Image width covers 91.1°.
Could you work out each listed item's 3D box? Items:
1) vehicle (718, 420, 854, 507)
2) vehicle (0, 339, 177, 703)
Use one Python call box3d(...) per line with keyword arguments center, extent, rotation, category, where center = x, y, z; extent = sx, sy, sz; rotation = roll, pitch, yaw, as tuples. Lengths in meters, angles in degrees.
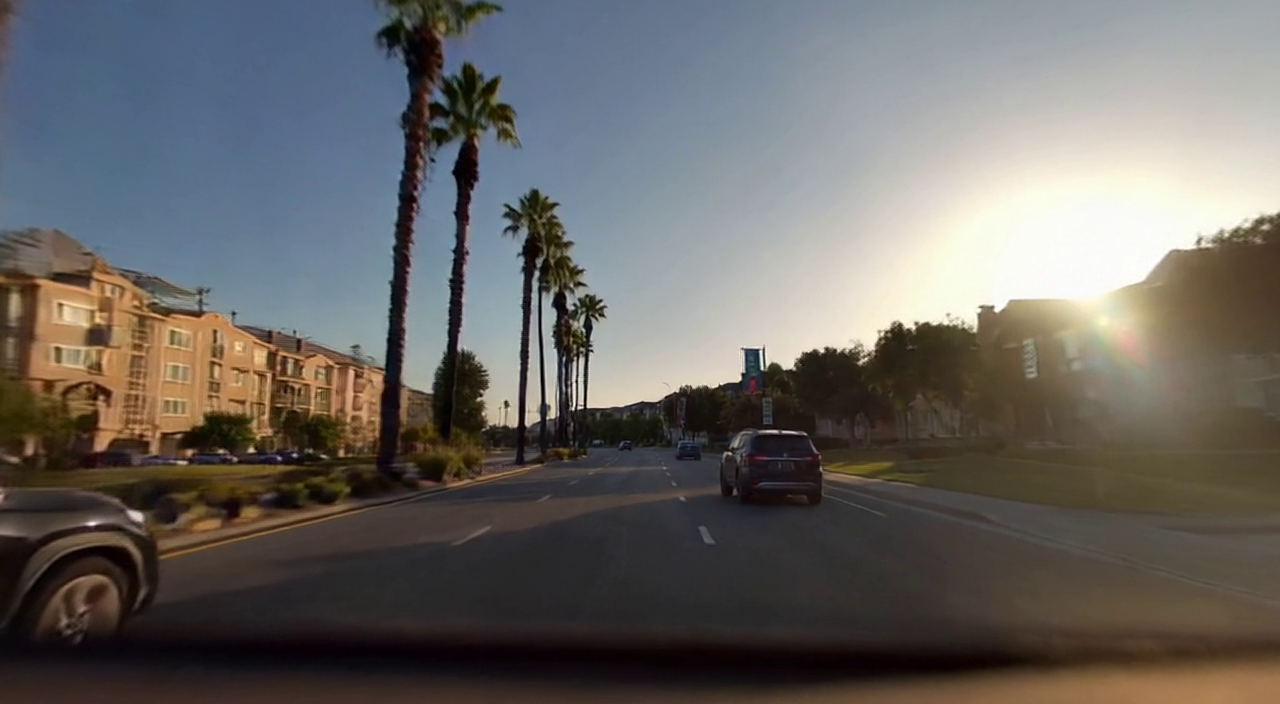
box3d(center=(3.324, 2.663, 15.412), extent=(2.195, 1.804, 4.658), rotation=(0, -8, 0), category="vehicle")
box3d(center=(-4.007, 0.622, 1.414), extent=(2.150, 1.768, 4.868), rotation=(0, -8, 0), category="vehicle")
